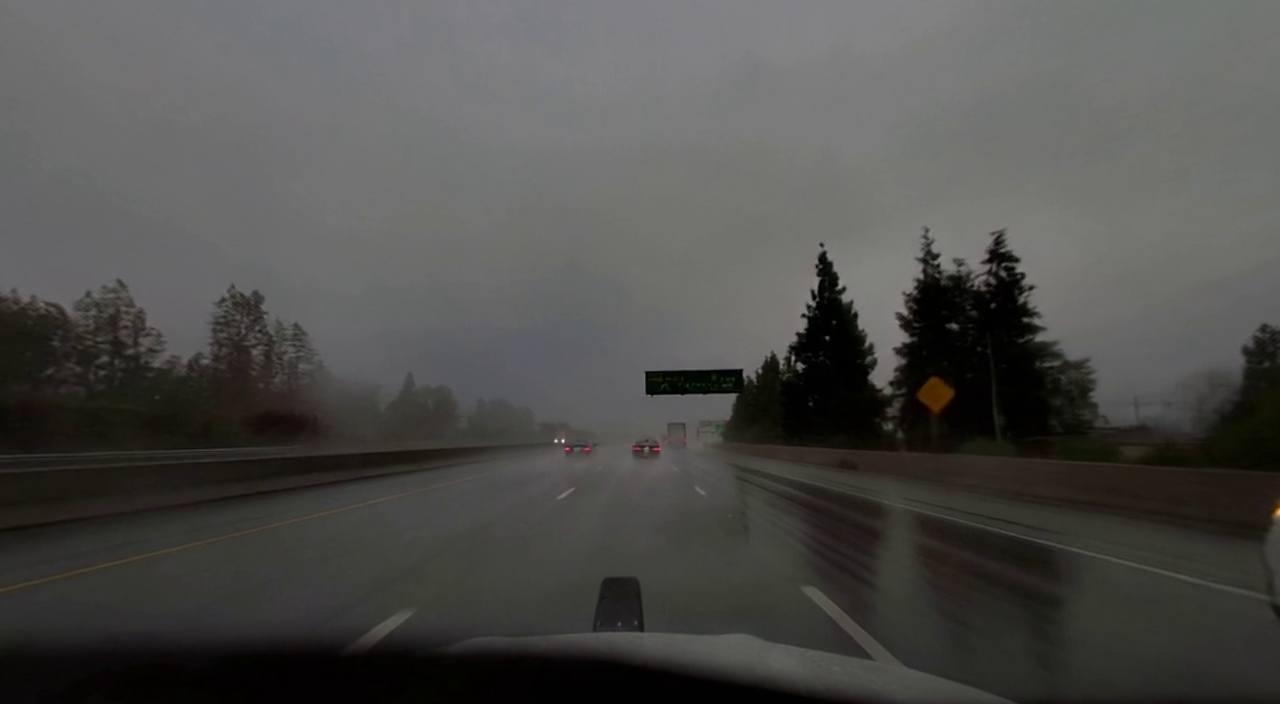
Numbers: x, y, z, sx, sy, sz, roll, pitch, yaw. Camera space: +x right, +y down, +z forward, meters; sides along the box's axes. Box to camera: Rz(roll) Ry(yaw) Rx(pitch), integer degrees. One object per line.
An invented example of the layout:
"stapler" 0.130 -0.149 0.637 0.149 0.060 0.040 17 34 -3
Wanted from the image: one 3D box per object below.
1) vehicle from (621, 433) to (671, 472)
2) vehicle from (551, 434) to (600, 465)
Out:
"vehicle" 0.246 4.333 27.298 2.049 1.542 3.816 0 -8 0
"vehicle" -3.432 5.291 34.178 2.066 1.561 4.495 0 -8 1
